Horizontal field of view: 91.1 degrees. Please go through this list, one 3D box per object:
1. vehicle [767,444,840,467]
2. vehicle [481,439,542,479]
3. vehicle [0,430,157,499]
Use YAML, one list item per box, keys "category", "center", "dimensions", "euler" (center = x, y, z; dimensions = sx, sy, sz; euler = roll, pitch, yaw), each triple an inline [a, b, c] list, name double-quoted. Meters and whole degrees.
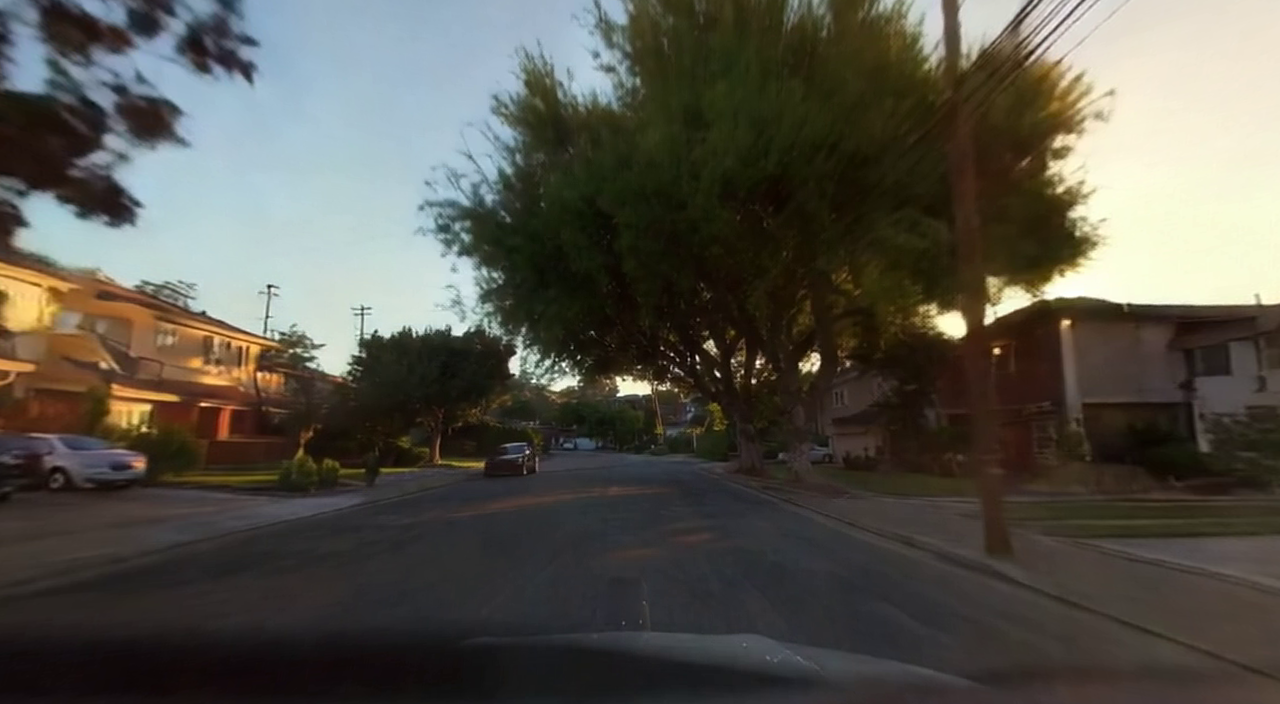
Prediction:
- category: "vehicle"
  center: [12.169, 7.713, 46.862]
  dimensions: [4.708, 1.527, 2.113]
  euler: [0, -8, -9]
- category: "vehicle"
  center: [-6.128, 5.141, 30.409]
  dimensions: [1.998, 1.742, 4.210]
  euler: [0, -9, 1]
- category: "vehicle"
  center: [-14.356, 2.620, 14.803]
  dimensions: [4.291, 1.484, 1.872]
  euler: [0, -9, -1]
